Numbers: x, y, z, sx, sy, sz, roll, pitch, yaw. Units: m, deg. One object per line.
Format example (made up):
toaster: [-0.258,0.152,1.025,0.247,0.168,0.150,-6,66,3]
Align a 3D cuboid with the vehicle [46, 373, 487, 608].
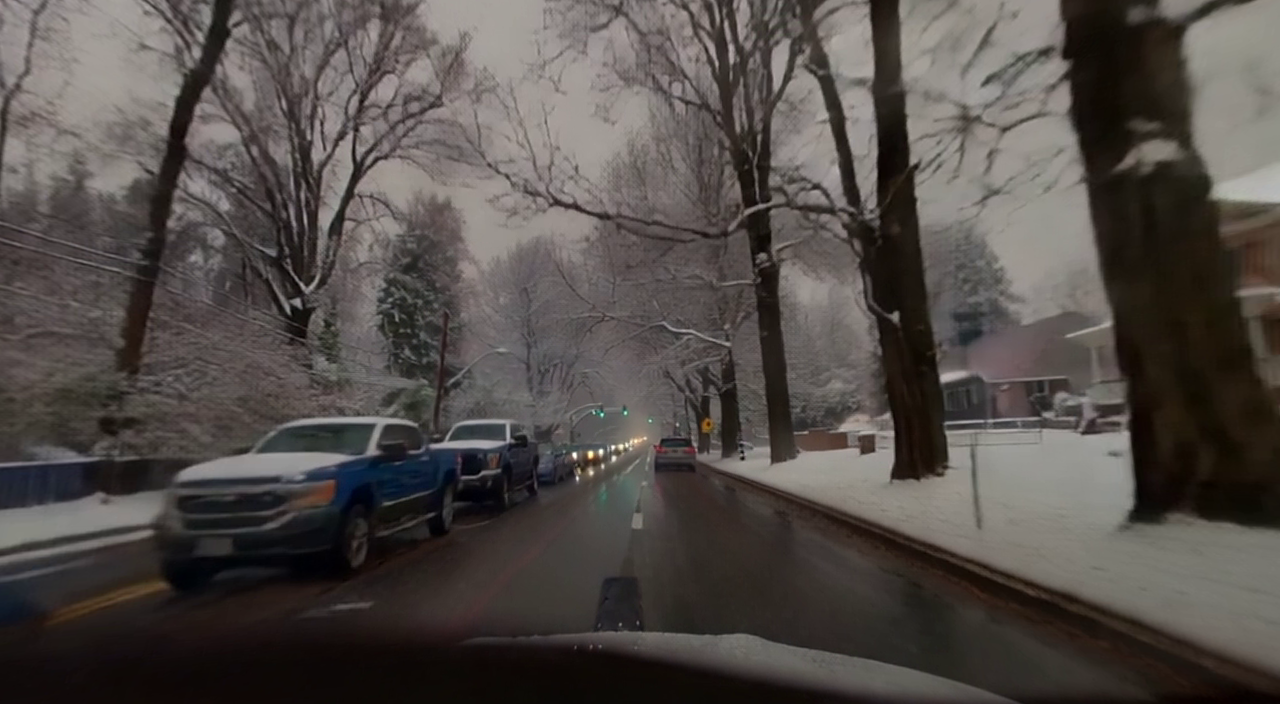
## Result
vehicle: [-3.620,1.473,7.605,2.404,1.900,4.770,0,-9,-1]

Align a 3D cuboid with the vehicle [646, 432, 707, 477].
vehicle: [1.381,4.187,26.029,2.258,1.682,4.635,0,-9,0]

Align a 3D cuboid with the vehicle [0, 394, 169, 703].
vehicle: [-3.085,0.673,0.582,1.919,1.501,4.509,0,-9,-2]
